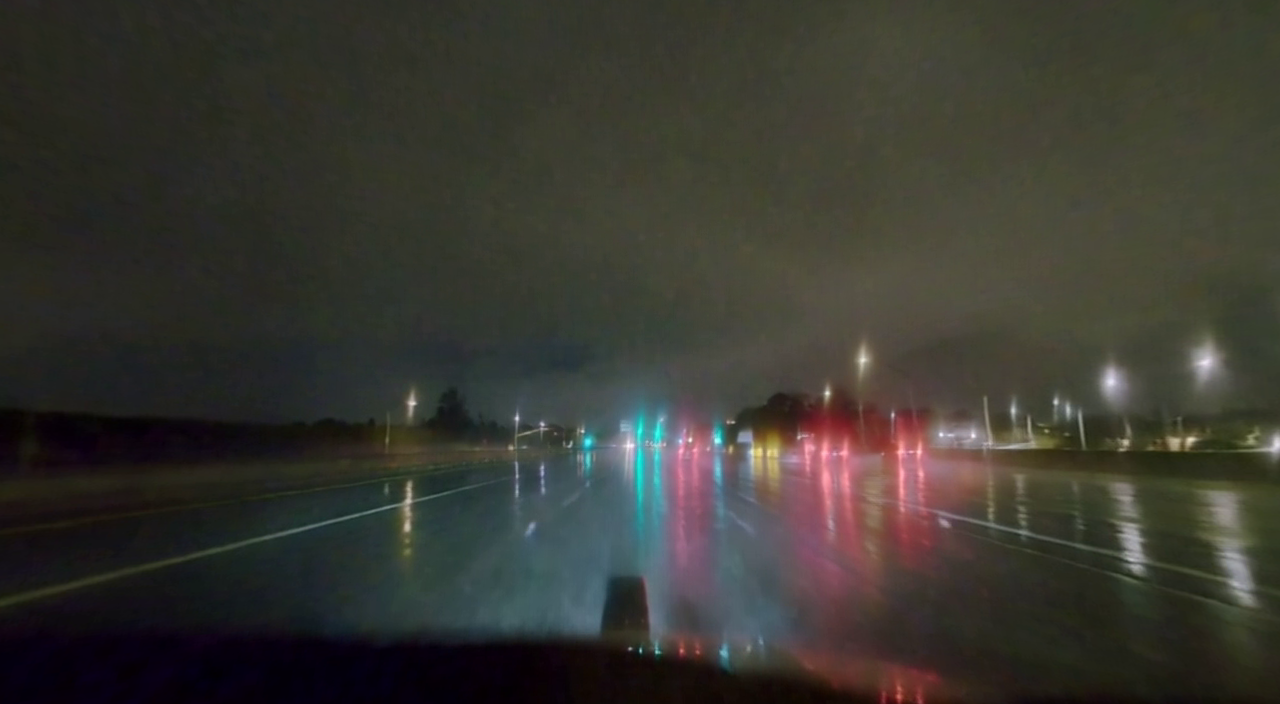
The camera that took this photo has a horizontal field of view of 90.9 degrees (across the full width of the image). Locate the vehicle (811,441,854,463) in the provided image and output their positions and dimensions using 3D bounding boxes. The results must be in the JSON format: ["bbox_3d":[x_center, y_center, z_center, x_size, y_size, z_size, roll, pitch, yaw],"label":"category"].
[{"bbox_3d":[15.070,7.823,49.577,2.039,1.658,4.457,0,-8,2],"label":"vehicle"}]
